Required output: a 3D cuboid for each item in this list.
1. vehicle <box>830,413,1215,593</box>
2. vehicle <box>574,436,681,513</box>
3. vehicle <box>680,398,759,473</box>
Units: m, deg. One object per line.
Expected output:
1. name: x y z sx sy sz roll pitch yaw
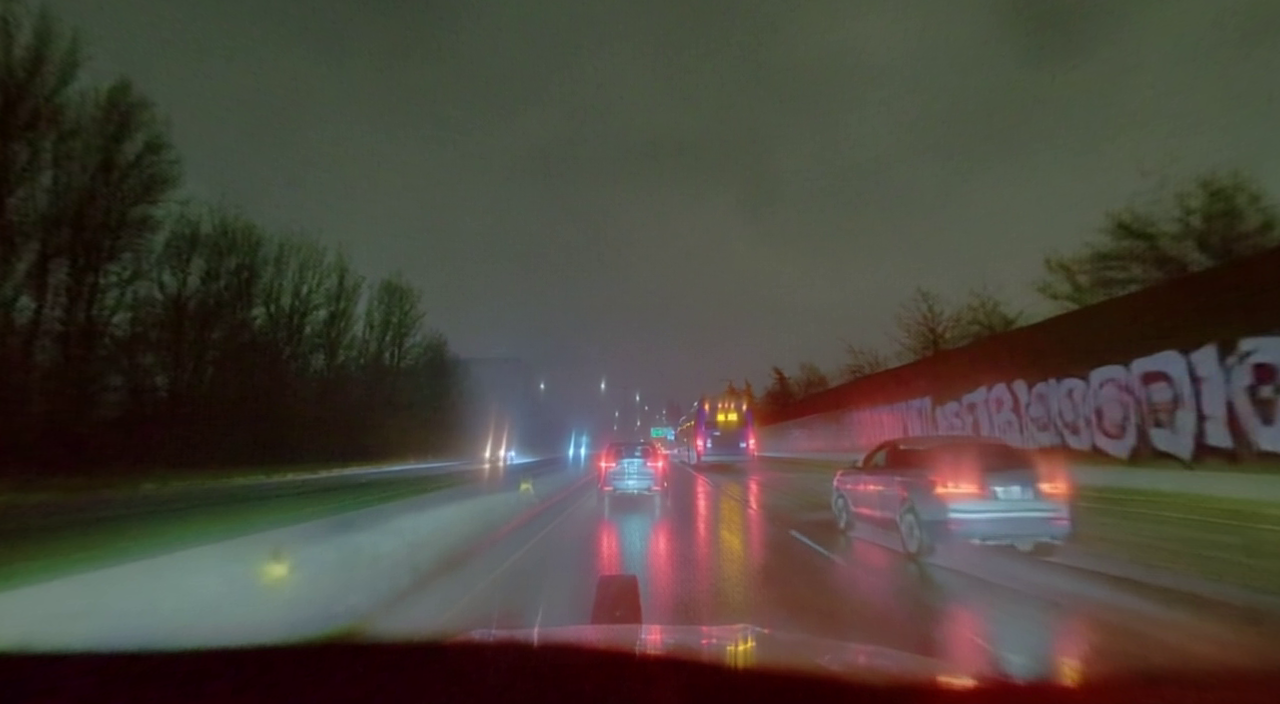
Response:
1. vehicle: 3.880 1.595 7.387 1.995 1.507 3.915 0 -9 -1
2. vehicle: -0.249 2.809 14.813 2.160 1.532 4.073 -1 -9 0
3. vehicle: 4.084 4.845 35.492 3.055 3.479 12.521 -1 -9 1
